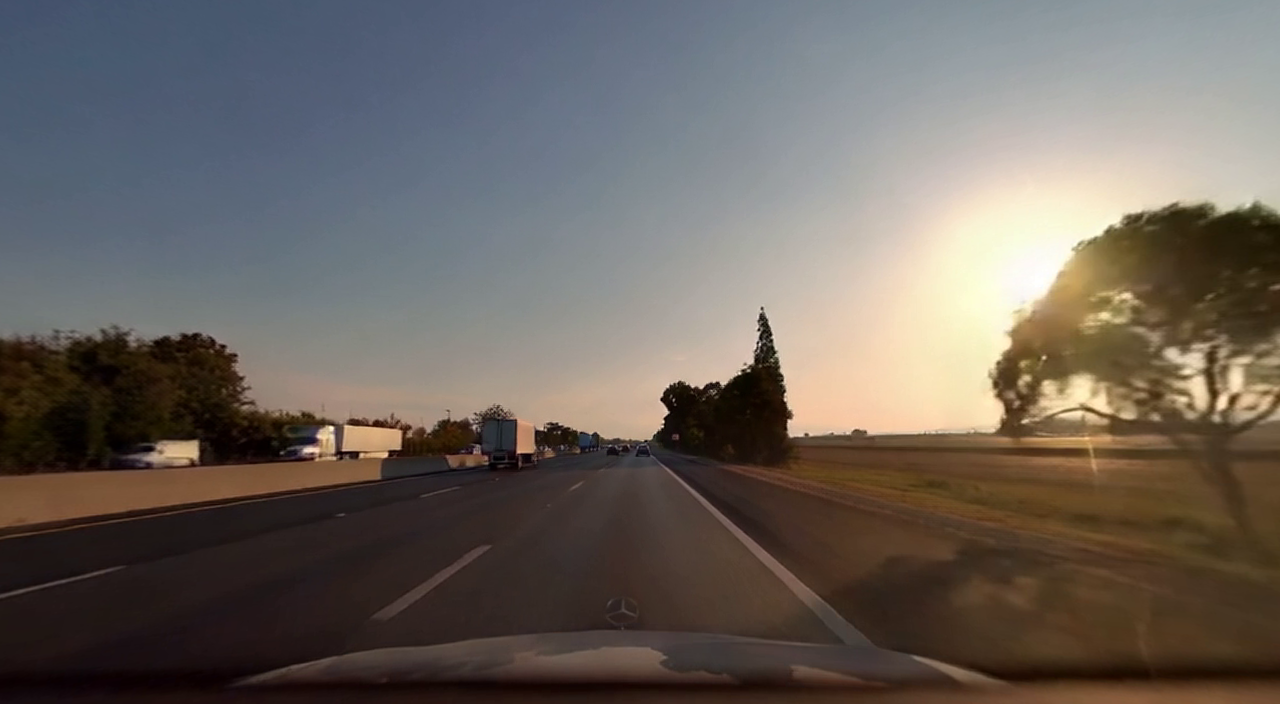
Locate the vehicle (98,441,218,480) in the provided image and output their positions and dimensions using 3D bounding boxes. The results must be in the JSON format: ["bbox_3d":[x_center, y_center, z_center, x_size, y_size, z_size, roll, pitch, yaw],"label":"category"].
[{"bbox_3d":[-37.025,8.331,48.814,3.173,2.754,7.530,-1,-9,1],"label":"vehicle"}]

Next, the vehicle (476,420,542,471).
[{"bbox_3d":[-7.423,5.450,36.515,2.444,2.685,5.893,0,-9,1],"label":"vehicle"}]
